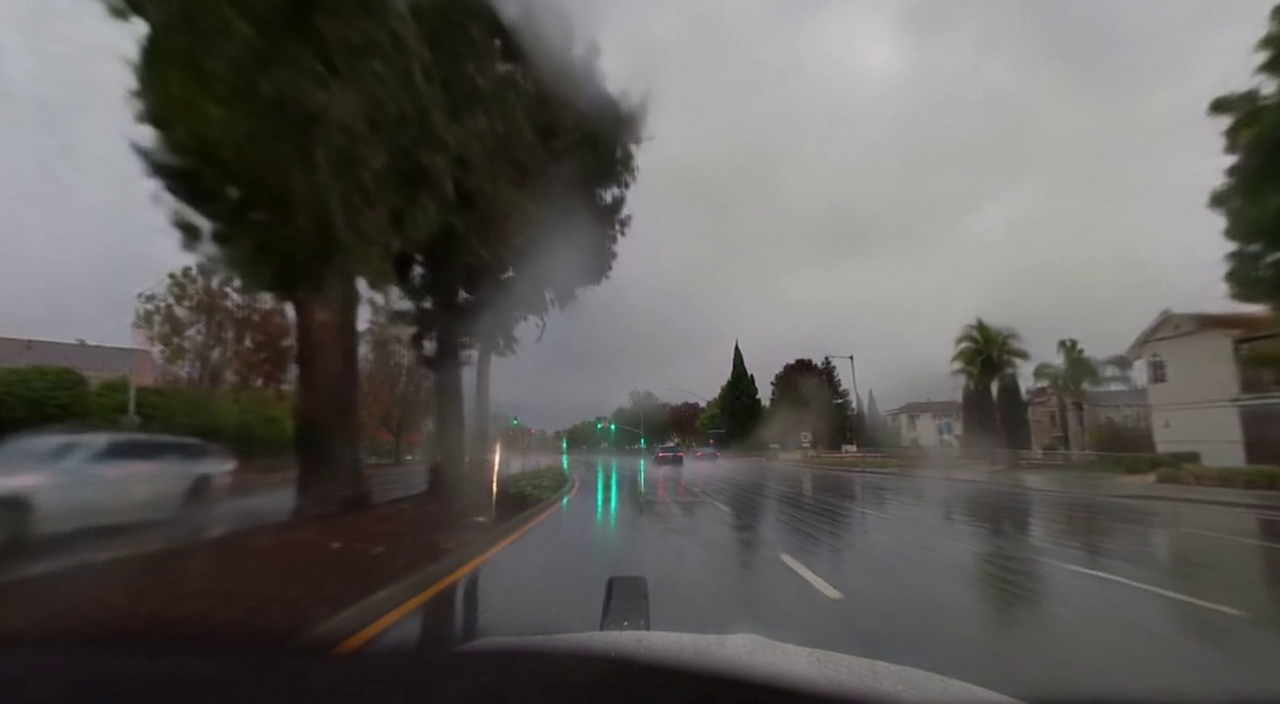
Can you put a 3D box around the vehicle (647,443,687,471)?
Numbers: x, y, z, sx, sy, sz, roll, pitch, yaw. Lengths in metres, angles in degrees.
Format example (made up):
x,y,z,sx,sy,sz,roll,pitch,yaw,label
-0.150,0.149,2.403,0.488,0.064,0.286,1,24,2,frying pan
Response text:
x,y,z,sx,sy,sz,roll,pitch,yaw,label
1.832,7.233,43.697,2.046,1.818,4.603,1,-9,-7,vehicle

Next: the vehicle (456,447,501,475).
x,y,z,sx,sy,sz,roll,pitch,yaw,label
-9.903,6.711,38.959,2.002,1.612,4.436,0,-9,-5,vehicle

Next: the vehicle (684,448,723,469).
x,y,z,sx,sy,sz,roll,pitch,yaw,label
4.821,8.140,48.286,1.969,1.522,4.609,1,-9,-7,vehicle
